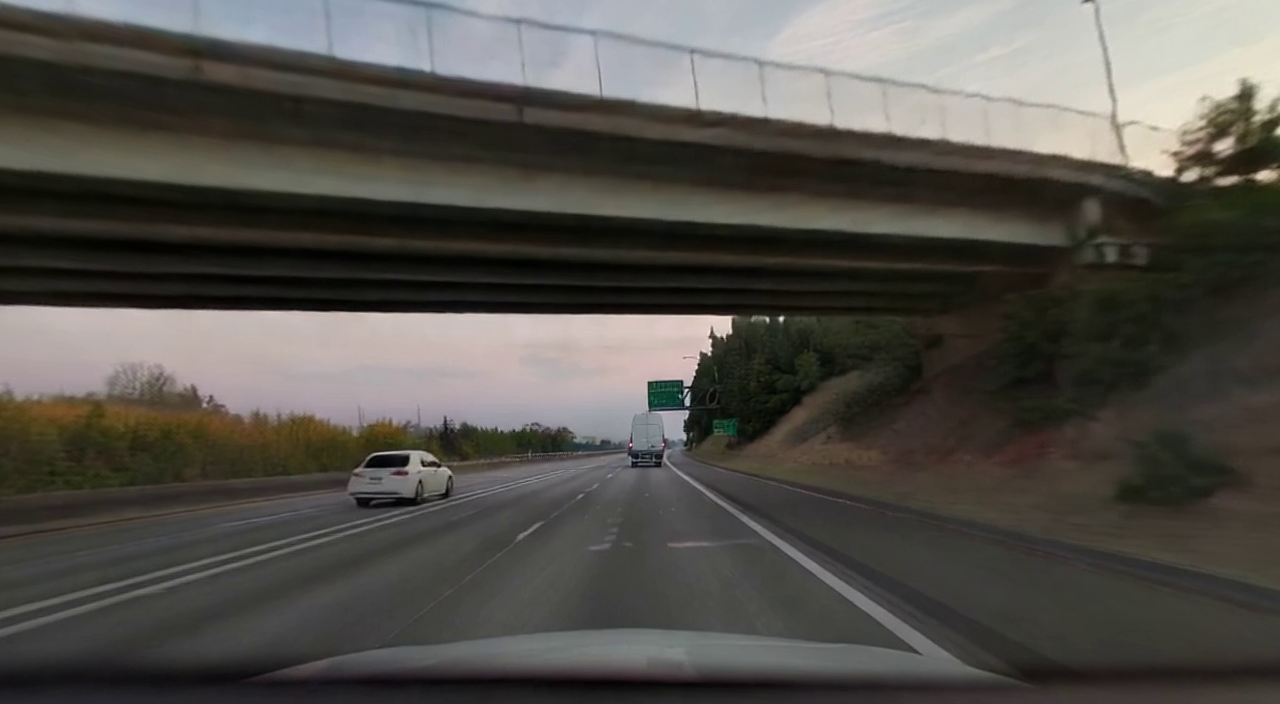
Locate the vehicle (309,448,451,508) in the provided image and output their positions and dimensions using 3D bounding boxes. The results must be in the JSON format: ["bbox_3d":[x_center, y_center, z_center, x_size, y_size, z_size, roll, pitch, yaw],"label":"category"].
[{"bbox_3d":[-7.218,3.520,18.148,1.953,1.452,4.711,0,-9,2],"label":"vehicle"}]
